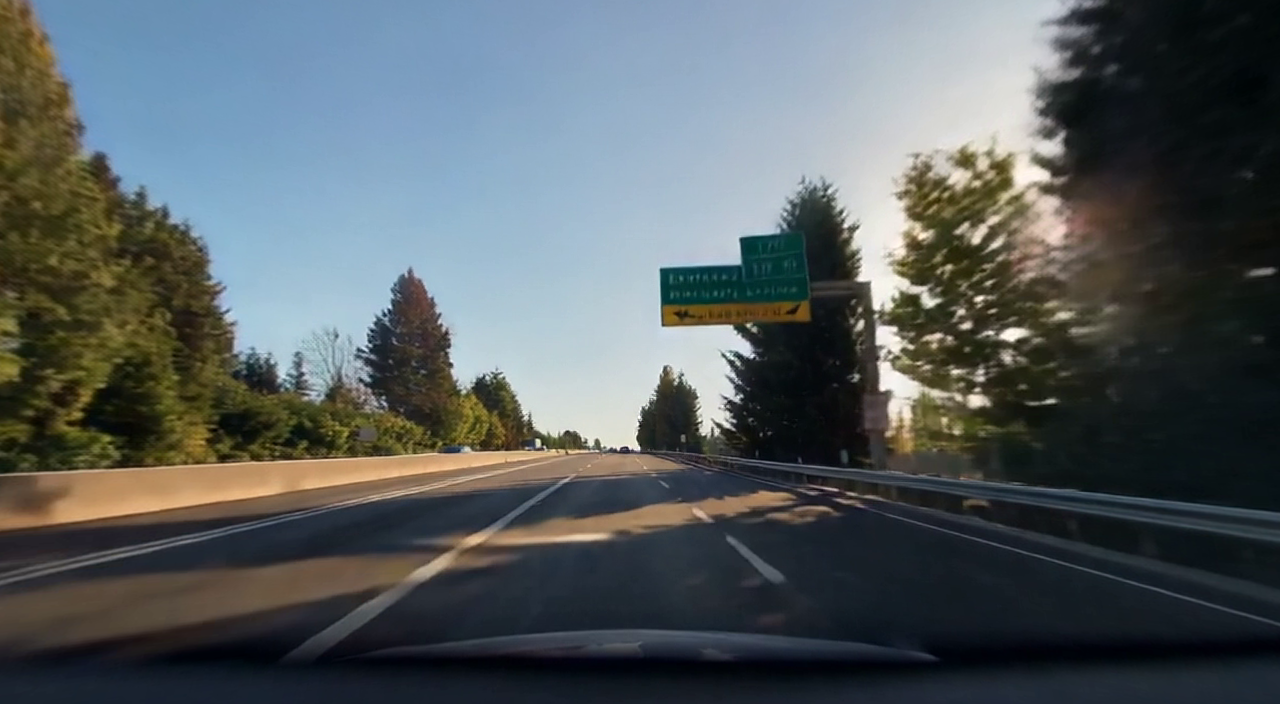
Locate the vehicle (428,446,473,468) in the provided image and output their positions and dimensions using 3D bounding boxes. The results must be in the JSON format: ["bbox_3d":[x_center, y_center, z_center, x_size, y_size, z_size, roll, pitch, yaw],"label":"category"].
[{"bbox_3d":[-13.838,7.703,46.382,1.982,1.480,4.549,0,-9,-1],"label":"vehicle"}]
